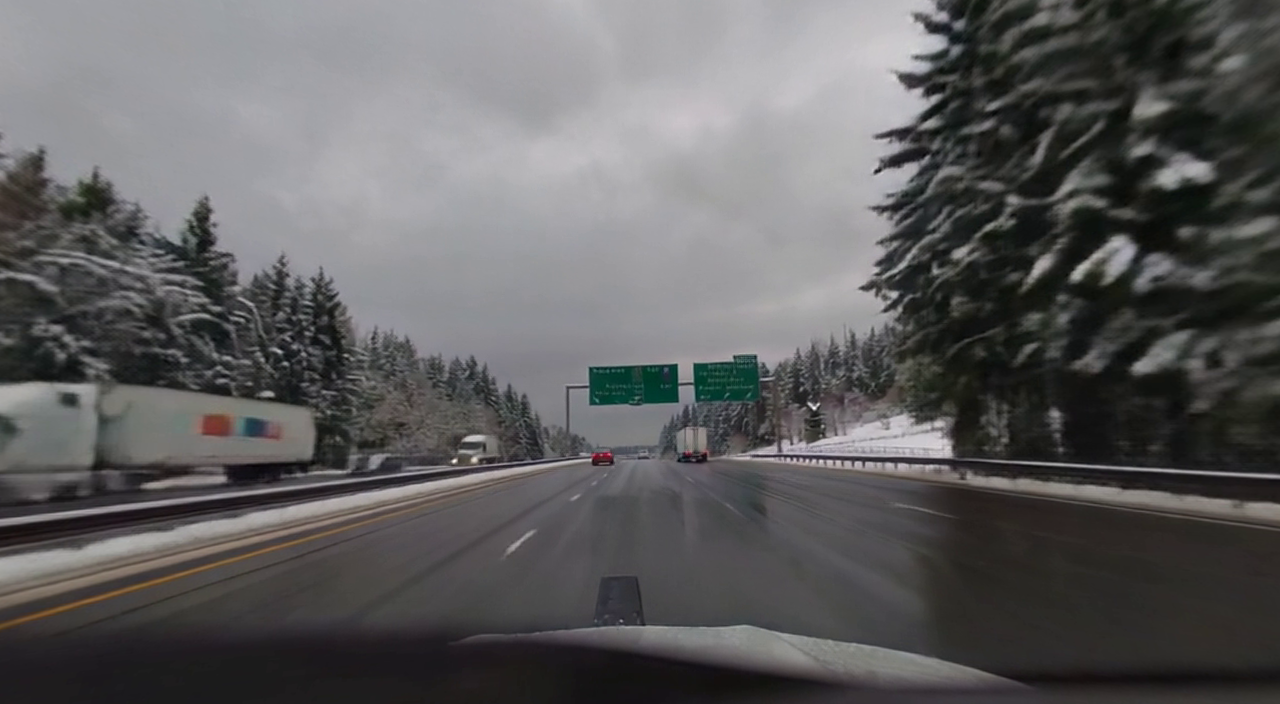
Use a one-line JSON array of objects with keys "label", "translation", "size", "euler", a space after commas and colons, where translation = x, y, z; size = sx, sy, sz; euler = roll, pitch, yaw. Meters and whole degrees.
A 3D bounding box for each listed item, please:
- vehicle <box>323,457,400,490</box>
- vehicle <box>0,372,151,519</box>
[{"label": "vehicle", "translation": [-14.378, 6.267, 32.826], "size": [1.999, 1.486, 4.479], "euler": [0, -9, 0]}, {"label": "vehicle", "translation": [-18.779, 2.852, 19.104], "size": [3.008, 3.926, 5.831], "euler": [0, -9, 0]}]
